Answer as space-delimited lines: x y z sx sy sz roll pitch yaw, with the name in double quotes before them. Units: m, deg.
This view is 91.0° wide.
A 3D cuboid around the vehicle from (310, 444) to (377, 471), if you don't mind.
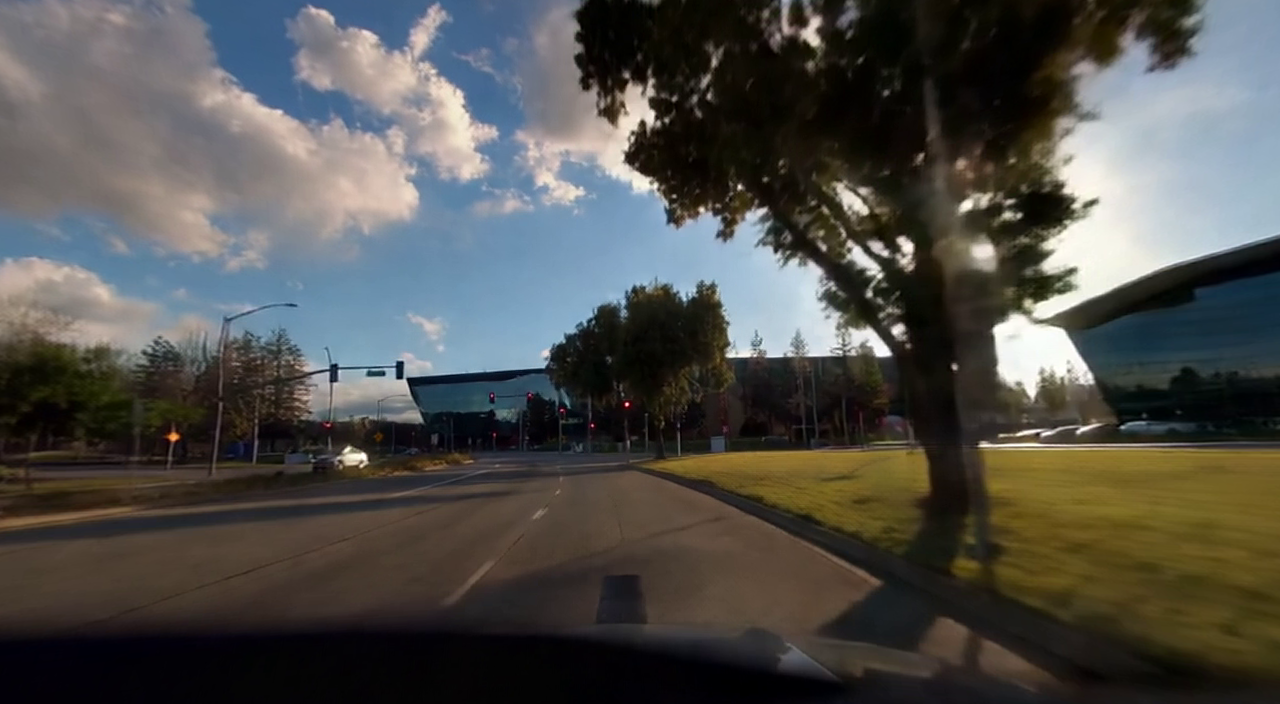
"vehicle" -19.312 6.885 41.297 1.870 1.594 4.447 -1 -9 6
